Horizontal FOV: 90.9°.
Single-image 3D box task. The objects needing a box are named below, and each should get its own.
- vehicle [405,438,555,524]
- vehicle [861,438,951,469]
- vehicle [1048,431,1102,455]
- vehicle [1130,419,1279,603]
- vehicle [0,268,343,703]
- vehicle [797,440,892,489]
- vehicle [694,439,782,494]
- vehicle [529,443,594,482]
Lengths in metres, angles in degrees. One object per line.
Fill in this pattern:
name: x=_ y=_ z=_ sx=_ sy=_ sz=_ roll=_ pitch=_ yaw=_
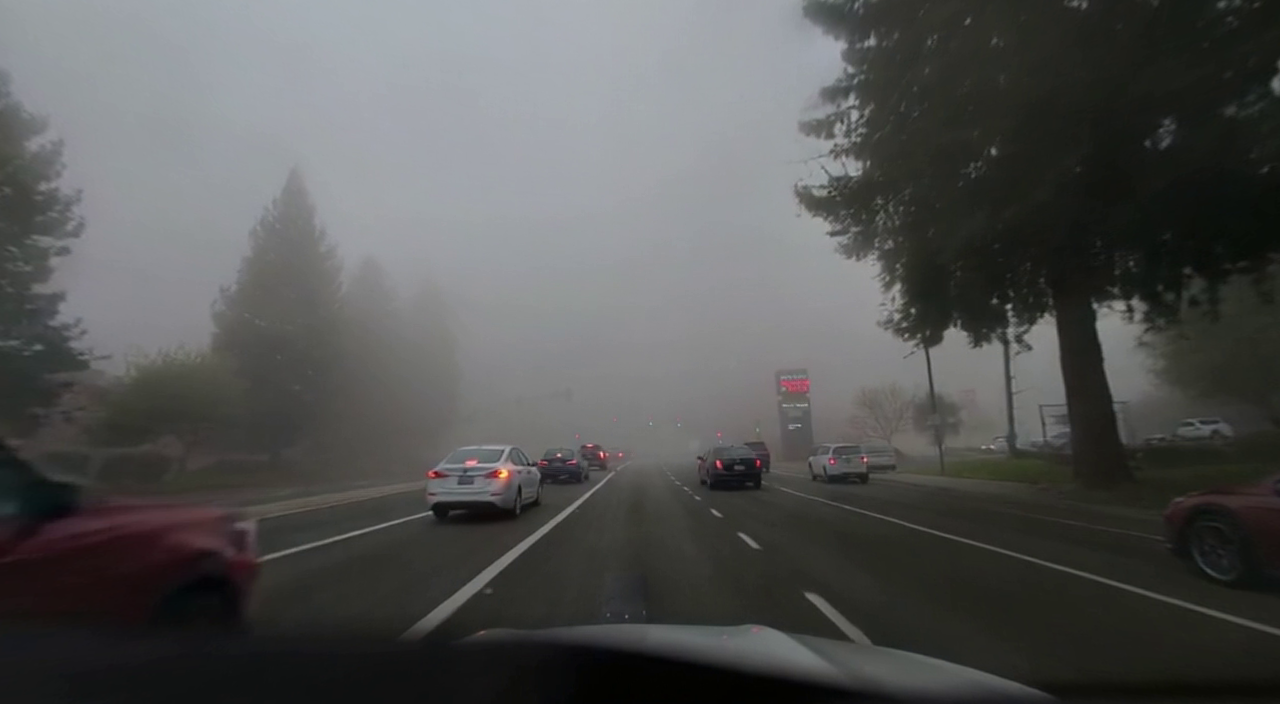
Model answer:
vehicle: x=-3.080 y=2.580 z=13.195 sx=1.952 sy=1.457 sz=4.372 roll=-1 pitch=-9 yaw=1
vehicle: x=14.940 y=5.666 z=35.405 sx=4.337 sy=1.614 sz=2.043 roll=3 pitch=-9 yaw=-20
vehicle: x=29.383 y=6.128 z=42.688 sx=1.793 sy=1.478 sz=4.462 roll=-4 pitch=-9 yaw=20
vehicle: x=6.337 y=1.209 z=4.499 sx=1.881 sy=1.540 sz=4.750 roll=0 pitch=-9 yaw=1
vehicle: x=-2.899 y=0.646 z=1.621 sx=2.117 sy=1.799 sz=4.442 roll=0 pitch=-9 yaw=-1
vehicle: x=7.170 y=3.978 z=22.679 sx=2.070 sy=1.547 sz=4.941 roll=-1 pitch=-9 yaw=4
vehicle: x=2.894 y=3.496 z=19.581 sx=2.004 sy=1.512 sz=4.206 roll=0 pitch=-9 yaw=0
vehicle: x=-3.194 y=4.633 z=26.705 sx=2.087 sy=1.494 sz=4.626 roll=-1 pitch=-9 yaw=1
